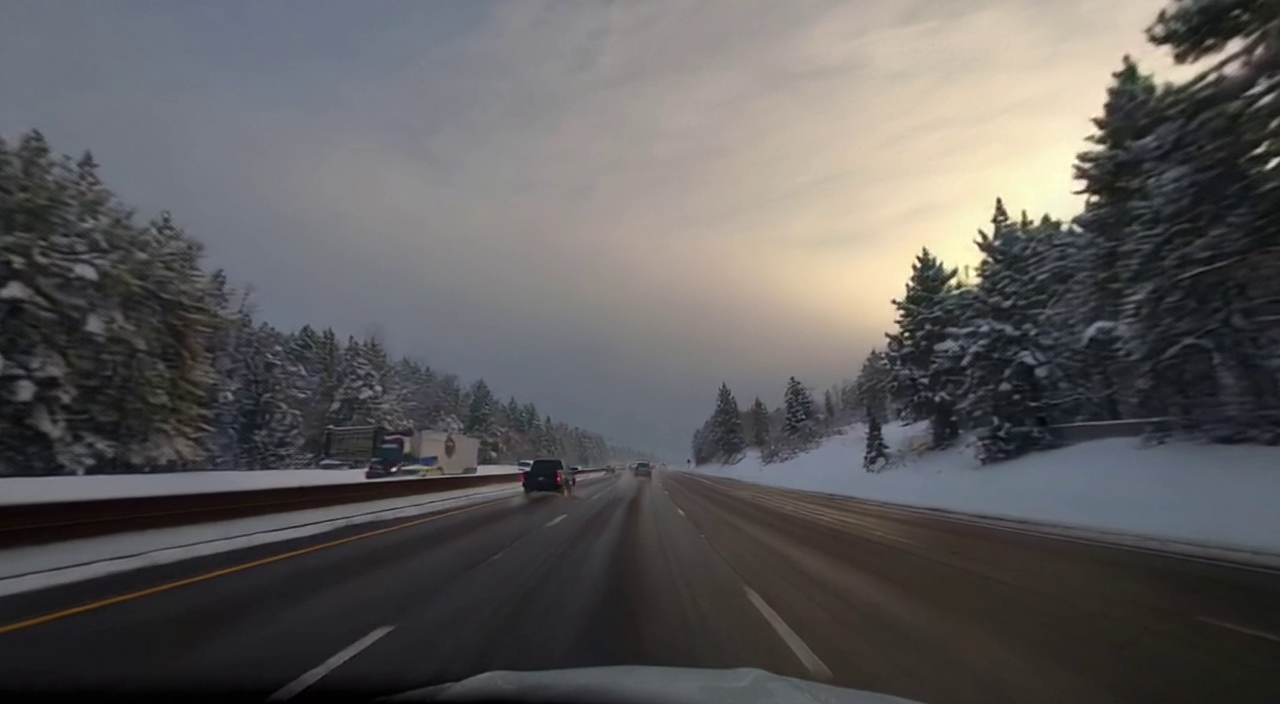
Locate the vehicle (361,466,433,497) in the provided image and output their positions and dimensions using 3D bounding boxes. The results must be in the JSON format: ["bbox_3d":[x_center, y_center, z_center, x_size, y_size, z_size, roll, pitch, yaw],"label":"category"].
[{"bbox_3d":[-12.537,6.712,32.849,1.857,1.441,4.499,1,-10,2],"label":"vehicle"}]

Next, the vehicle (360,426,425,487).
[{"bbox_3d":[-17.146,7.273,43.845,3.185,4.070,2.550,1,-10,1],"label":"vehicle"}]

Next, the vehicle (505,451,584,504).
[{"bbox_3d":[-3.585,4.892,24.770,2.233,1.791,4.981,1,-10,1],"label":"vehicle"}]
